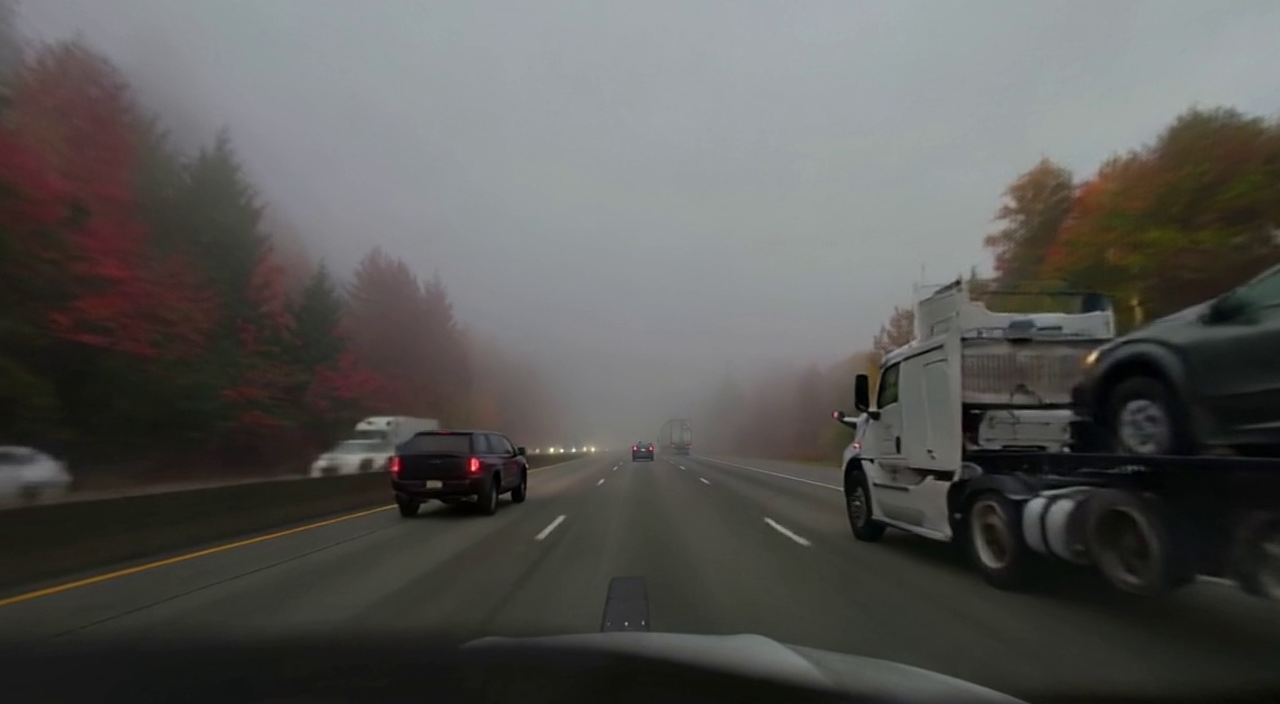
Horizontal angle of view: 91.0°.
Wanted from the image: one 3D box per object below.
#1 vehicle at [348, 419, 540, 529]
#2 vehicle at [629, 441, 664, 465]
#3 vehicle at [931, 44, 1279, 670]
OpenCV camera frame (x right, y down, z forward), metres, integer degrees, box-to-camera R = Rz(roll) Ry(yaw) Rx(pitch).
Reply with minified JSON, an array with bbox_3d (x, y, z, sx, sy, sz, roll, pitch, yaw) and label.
[{"bbox_3d":[-3.384,2.214,12.058,2.077,1.669,4.739,0,-8,1],"label":"vehicle"},{"bbox_3d":[0.440,6.652,41.579,2.152,1.484,4.211,0,-8,1],"label":"vehicle"},{"bbox_3d":[4.929,-0.371,0.567,3.150,3.257,13.098,0,-8,0],"label":"vehicle"}]
